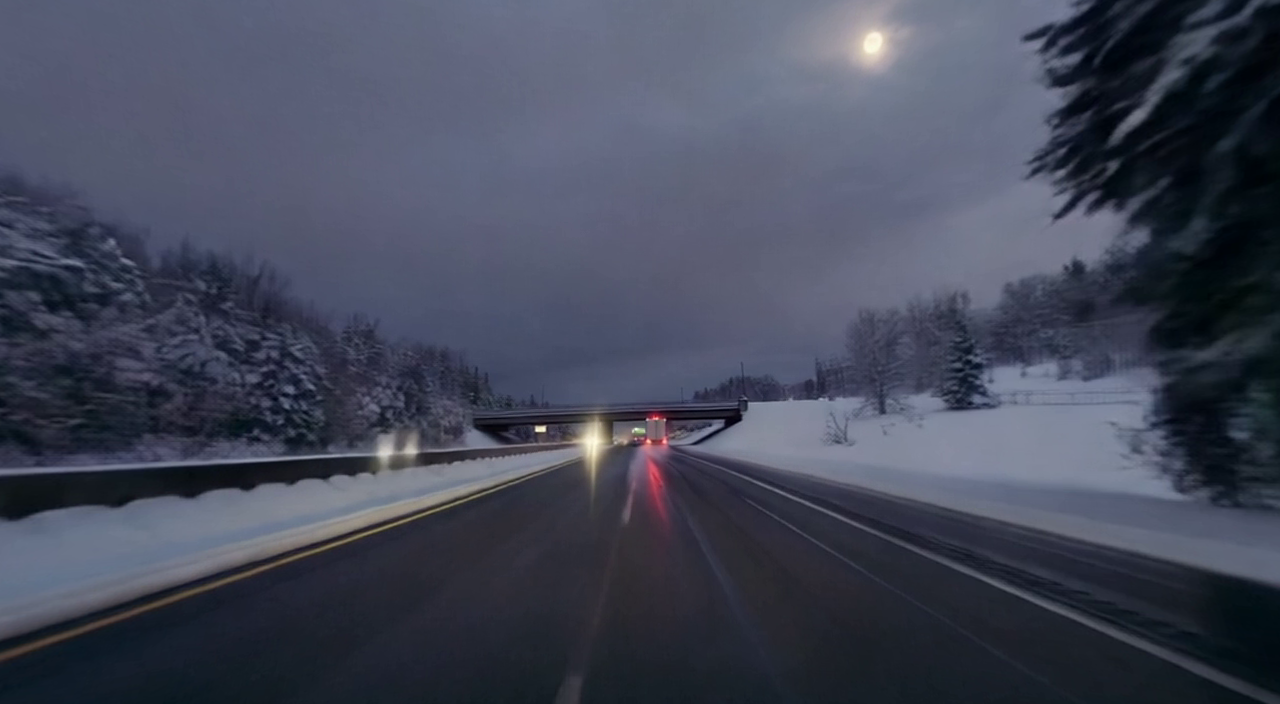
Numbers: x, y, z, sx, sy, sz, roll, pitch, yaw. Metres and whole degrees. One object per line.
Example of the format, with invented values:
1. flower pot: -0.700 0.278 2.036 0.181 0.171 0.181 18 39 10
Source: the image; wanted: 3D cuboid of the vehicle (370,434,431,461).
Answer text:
1. vehicle: -13.662 5.485 36.206 1.865 1.428 4.137 0 -8 0
